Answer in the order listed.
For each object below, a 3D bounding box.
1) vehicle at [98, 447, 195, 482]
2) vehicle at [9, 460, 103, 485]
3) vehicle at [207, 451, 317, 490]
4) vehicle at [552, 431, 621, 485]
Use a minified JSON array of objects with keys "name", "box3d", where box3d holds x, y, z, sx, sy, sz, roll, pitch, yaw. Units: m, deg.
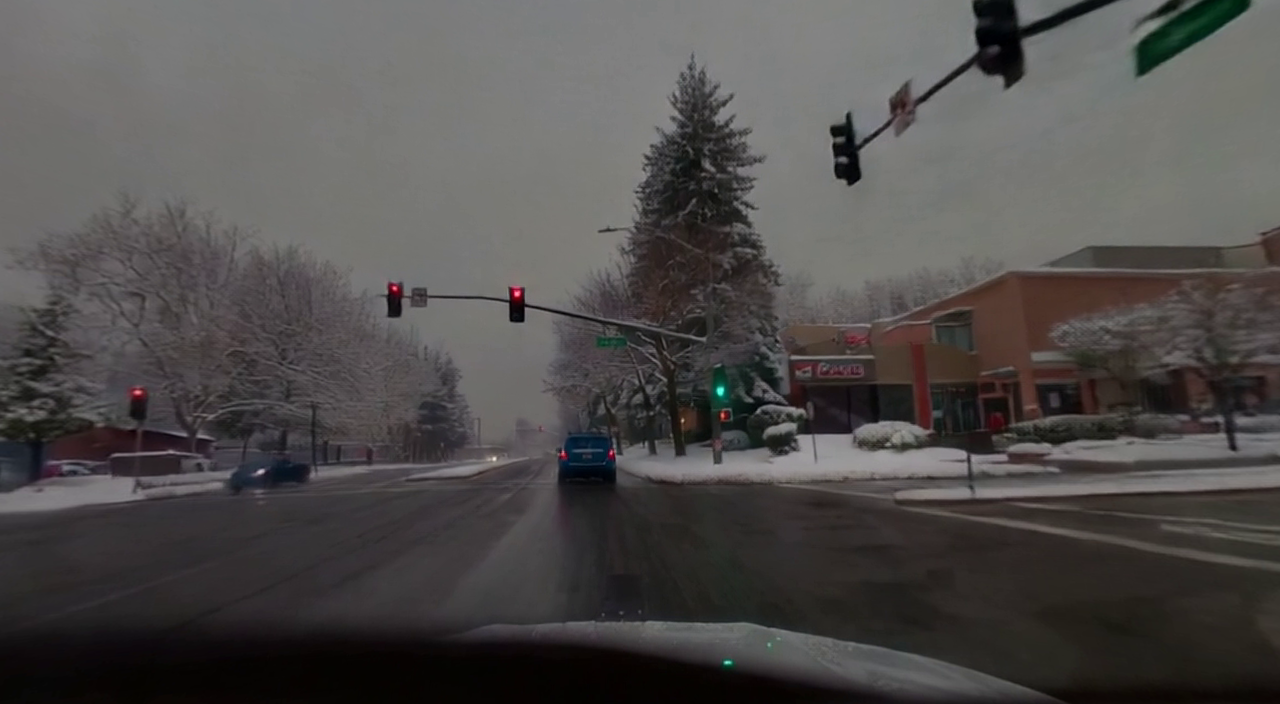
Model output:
[{"name":"vehicle","box3d":[-26.625,6.041,34.278,2.142,1.671,4.083,0,-8,-4]},{"name":"vehicle","box3d":[-36.728,7.574,39.826,3.894,1.446,1.760,1,-8,-8]},{"name":"vehicle","box3d":[-16.580,5.187,28.034,1.873,1.483,4.657,0,-8,2]},{"name":"vehicle","box3d":[-1.907,3.751,22.586,2.227,1.733,3.930,1,-8,-5]}]
